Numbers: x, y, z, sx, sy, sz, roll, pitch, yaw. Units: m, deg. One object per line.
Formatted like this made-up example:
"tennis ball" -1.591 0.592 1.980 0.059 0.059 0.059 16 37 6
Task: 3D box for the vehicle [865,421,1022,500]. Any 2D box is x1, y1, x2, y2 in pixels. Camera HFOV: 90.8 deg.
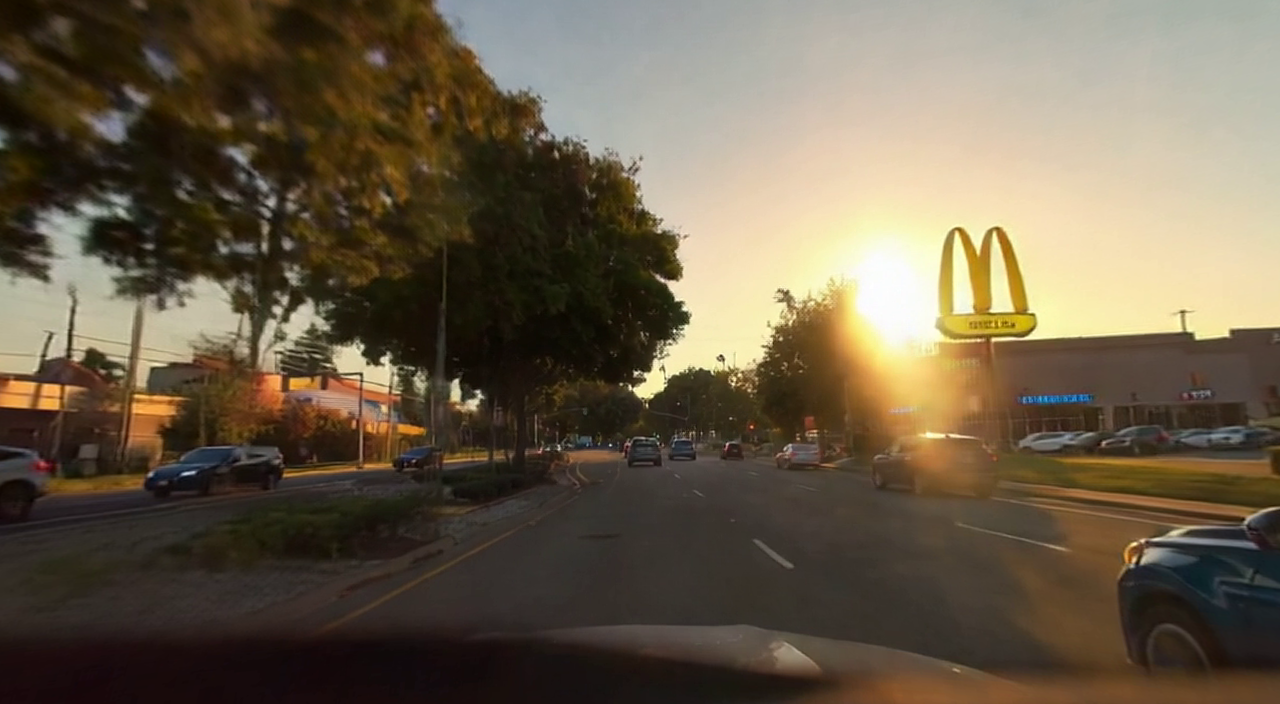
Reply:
"vehicle" 7.689 2.789 16.591 1.977 1.786 4.344 0 -8 1

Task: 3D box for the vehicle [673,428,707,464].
"vehicle" 3.777 7.169 48.336 2.239 2.586 4.586 0 -8 0

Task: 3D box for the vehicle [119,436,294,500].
"vehicle" -13.980 3.739 20.908 2.159 1.836 5.038 0 -8 0

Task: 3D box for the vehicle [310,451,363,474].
"vehicle" -21.856 7.953 45.688 1.879 1.520 3.830 0 -8 1

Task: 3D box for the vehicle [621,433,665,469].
"vehicle" 0.142 5.680 36.363 2.402 1.938 4.535 0 -8 -1

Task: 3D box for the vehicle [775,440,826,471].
"vehicle" 8.477 5.495 33.631 1.879 1.517 4.006 -1 -8 3

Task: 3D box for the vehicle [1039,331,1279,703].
"vehicle" 3.534 0.664 1.654 2.076 1.716 4.416 0 -8 0

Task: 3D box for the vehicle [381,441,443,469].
"vehicle" -14.493 6.578 40.395 2.136 1.676 4.371 -1 -9 3
